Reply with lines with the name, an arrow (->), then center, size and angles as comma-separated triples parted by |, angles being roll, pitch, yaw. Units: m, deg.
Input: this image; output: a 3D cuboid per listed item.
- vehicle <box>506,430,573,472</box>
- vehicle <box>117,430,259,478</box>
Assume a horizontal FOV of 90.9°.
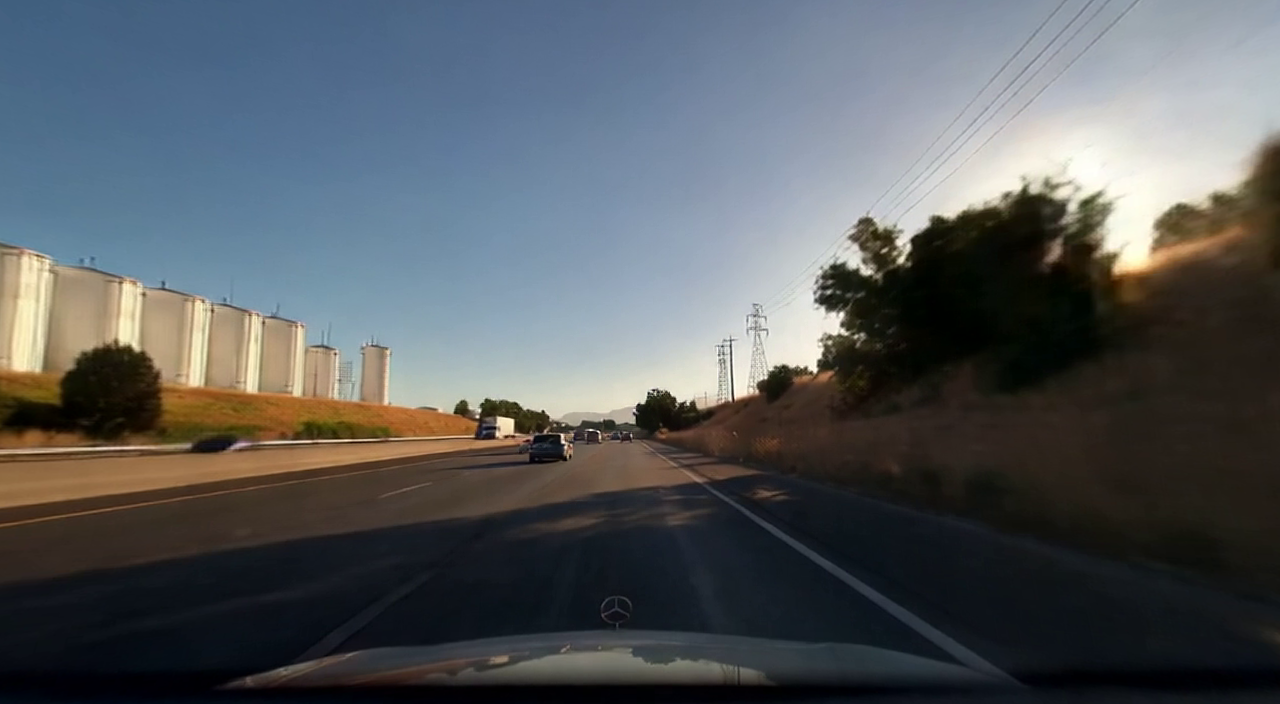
vehicle -> -3.731, 3.747, 24.082 | 1.952, 1.462, 3.969 | 0, -8, -1
vehicle -> -15.541, 3.503, 21.998 | 1.891, 1.492, 4.182 | 0, -8, -1
